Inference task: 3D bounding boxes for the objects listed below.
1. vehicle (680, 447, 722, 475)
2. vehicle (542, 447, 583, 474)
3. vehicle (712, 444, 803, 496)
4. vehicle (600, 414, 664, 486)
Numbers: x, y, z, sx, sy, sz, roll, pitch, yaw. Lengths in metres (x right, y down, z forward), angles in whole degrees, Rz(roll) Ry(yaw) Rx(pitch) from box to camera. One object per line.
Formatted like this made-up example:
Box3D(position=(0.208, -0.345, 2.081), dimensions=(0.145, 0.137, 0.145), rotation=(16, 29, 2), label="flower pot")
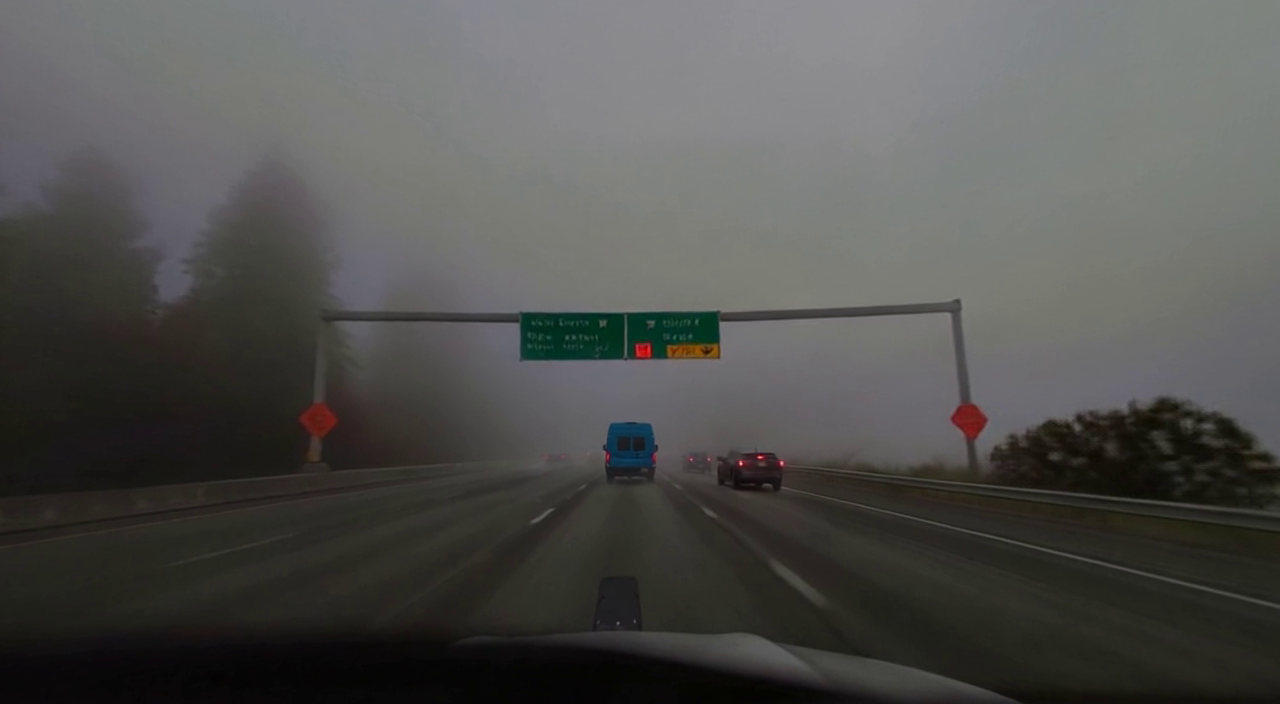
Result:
Box3D(position=(3.449, 6.206, 35.952), dimensions=(1.978, 1.510, 4.462), rotation=(0, -9, 0), label="vehicle")
Box3D(position=(-4.692, 6.648, 38.550), dimensions=(2.003, 1.498, 4.386), rotation=(0, -9, 0), label="vehicle")
Box3D(position=(3.702, 3.821, 20.695), dimensions=(2.015, 1.491, 4.732), rotation=(0, -9, -1), label="vehicle")
Box3D(position=(-0.330, 3.924, 25.177), dimensions=(2.268, 2.551, 5.144), rotation=(0, -9, -1), label="vehicle")
